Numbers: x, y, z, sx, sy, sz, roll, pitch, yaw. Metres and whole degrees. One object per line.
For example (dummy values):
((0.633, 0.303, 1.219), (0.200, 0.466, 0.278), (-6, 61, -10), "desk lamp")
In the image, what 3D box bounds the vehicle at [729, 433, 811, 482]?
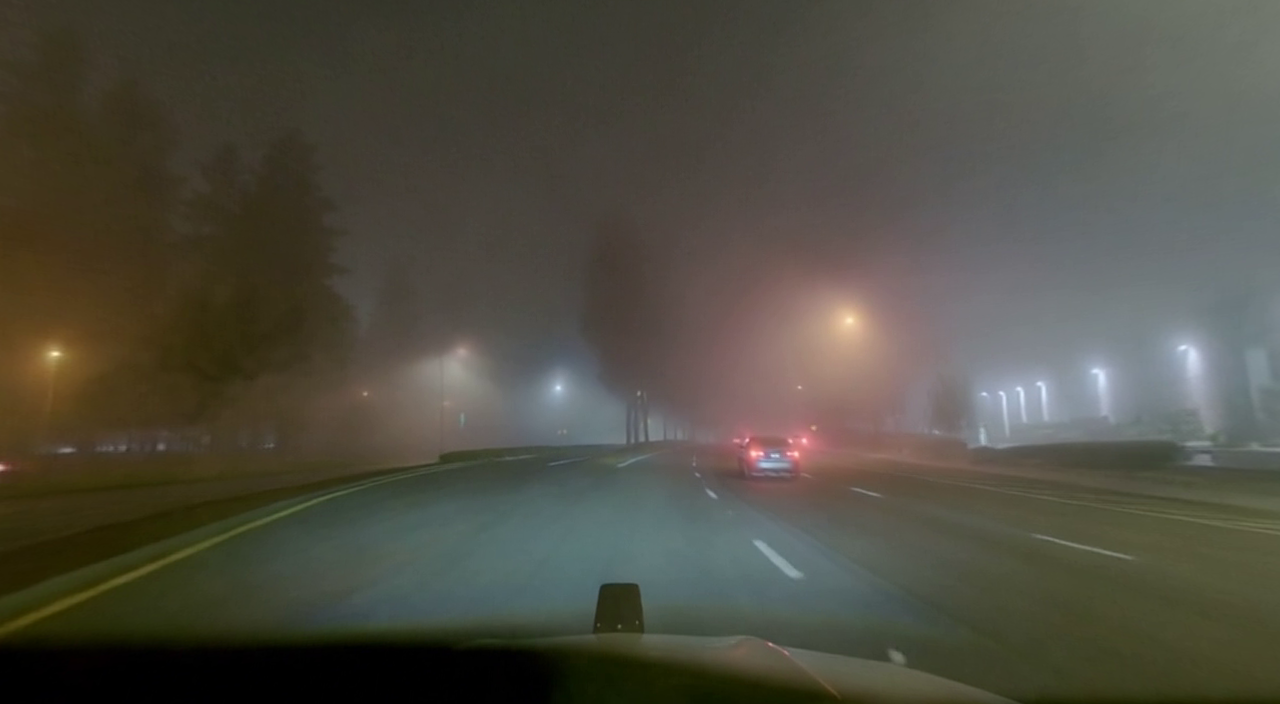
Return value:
((4.199, 3.501, 21.210), (1.928, 1.481, 4.453), (0, -9, 2), "vehicle")
